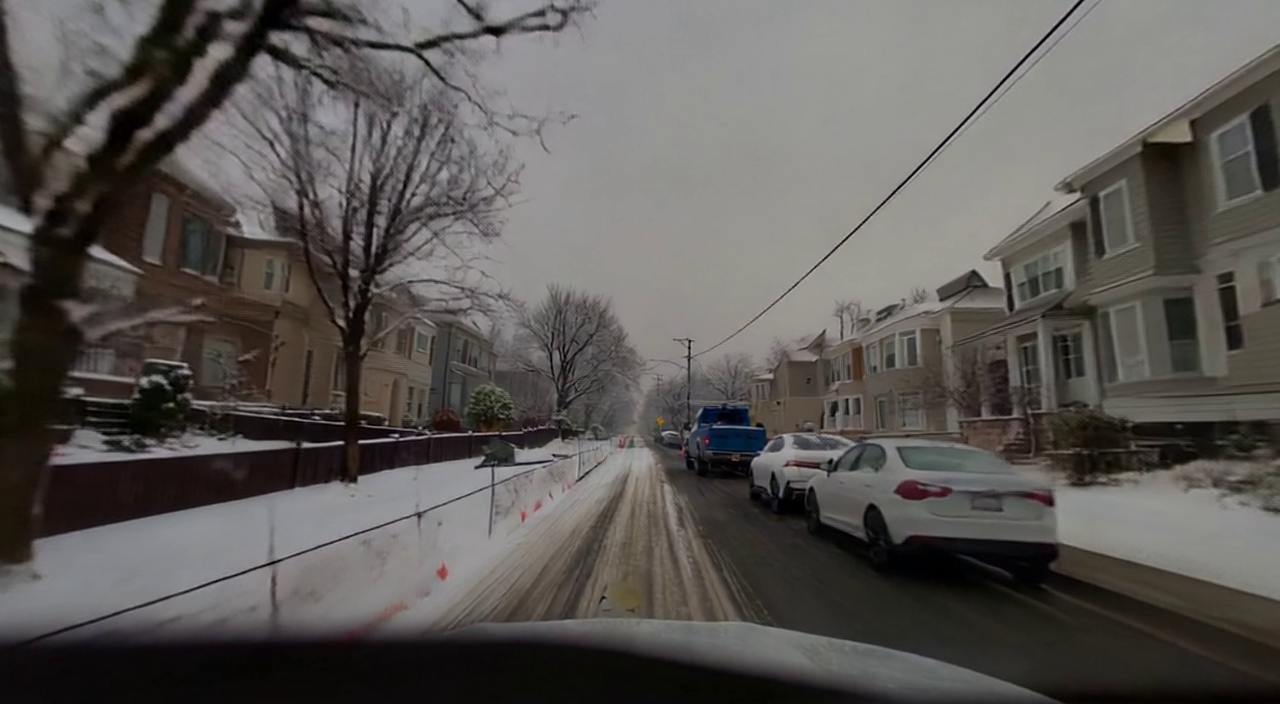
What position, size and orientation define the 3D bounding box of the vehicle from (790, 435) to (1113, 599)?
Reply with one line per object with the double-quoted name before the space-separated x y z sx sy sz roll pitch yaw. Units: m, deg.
"vehicle" 3.307 1.767 7.807 1.805 1.436 4.201 0 -7 -1
